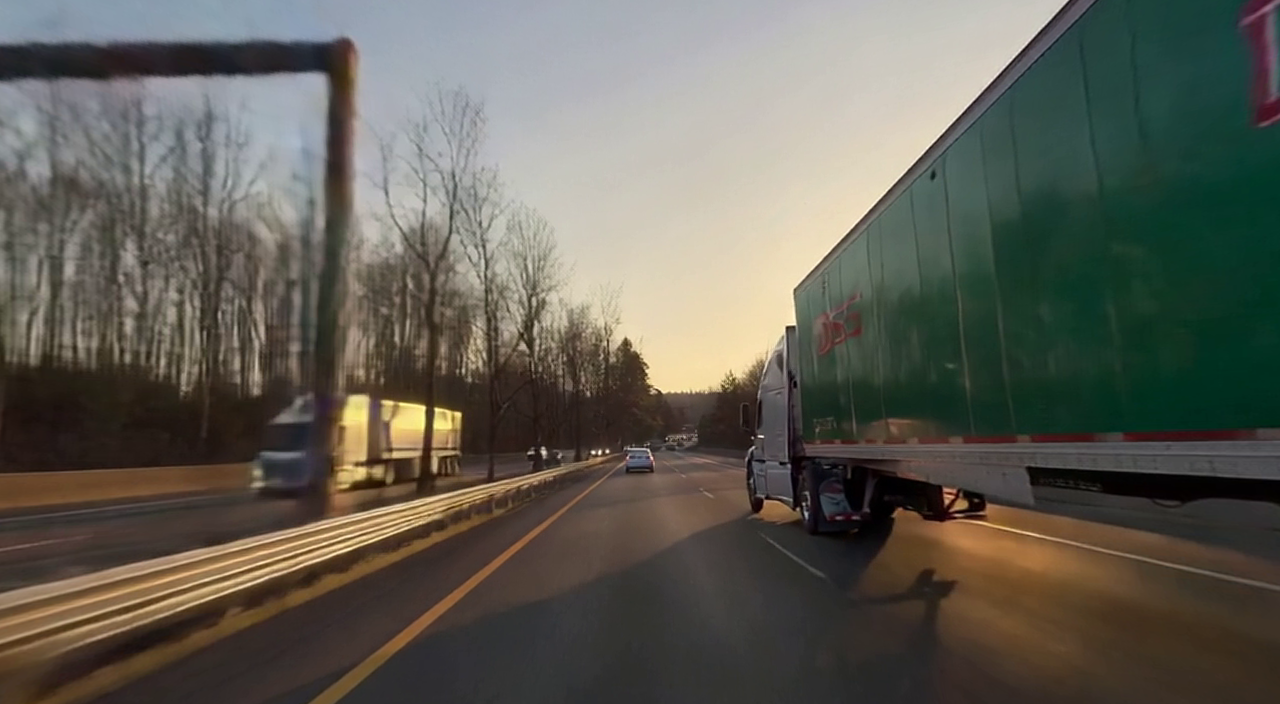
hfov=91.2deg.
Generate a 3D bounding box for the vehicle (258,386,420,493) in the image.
[{"bbox_3d":[-13.204,4.032,28.642,3.253,4.163,8.081,0,-9,0],"label":"vehicle"}]

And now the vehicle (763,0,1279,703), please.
[{"bbox_3d":[4.480,0.183,6.610,3.317,4.020,14.141,0,-9,-1],"label":"vehicle"}]

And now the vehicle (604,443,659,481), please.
[{"bbox_3d":[-0.379,4.847,27.807,2.244,1.506,4.097,0,-9,-1],"label":"vehicle"}]
